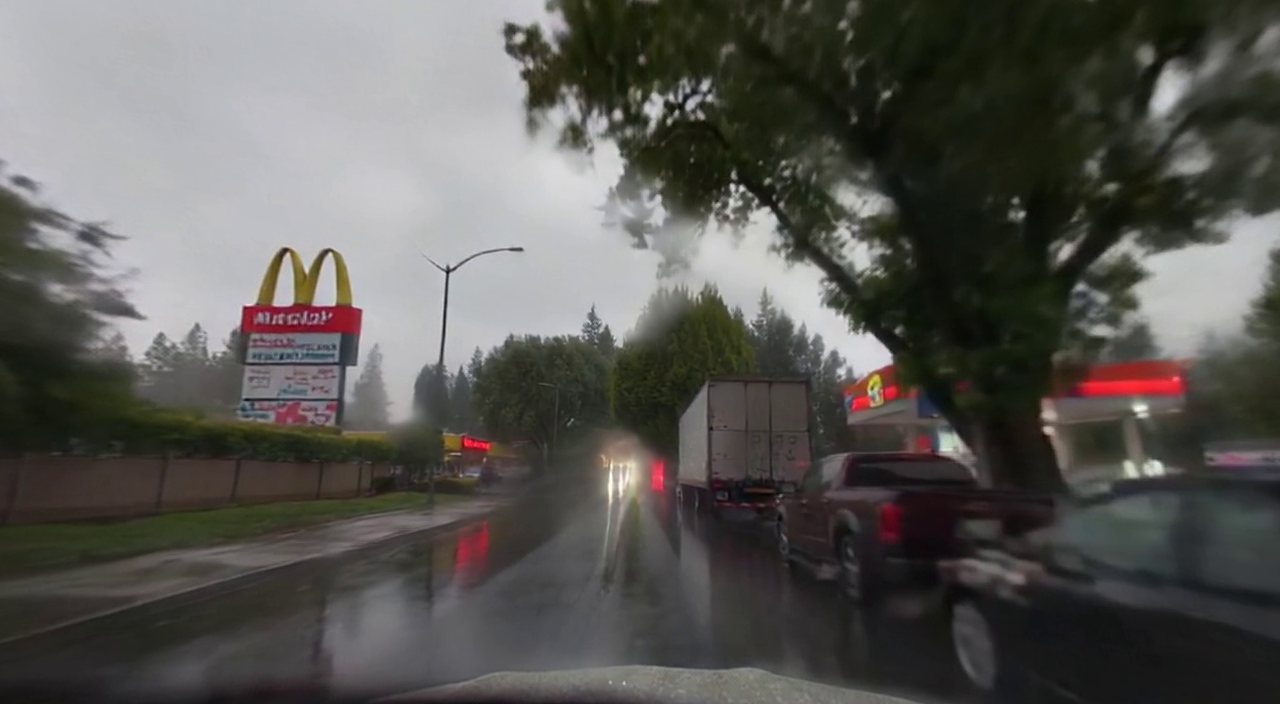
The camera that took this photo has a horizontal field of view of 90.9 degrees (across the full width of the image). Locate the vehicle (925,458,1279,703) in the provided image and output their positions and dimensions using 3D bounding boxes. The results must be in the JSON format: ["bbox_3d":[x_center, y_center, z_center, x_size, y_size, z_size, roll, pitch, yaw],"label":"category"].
[{"bbox_3d":[3.240,1.304,3.066,1.844,1.498,3.898,1,-11,0],"label":"vehicle"}]

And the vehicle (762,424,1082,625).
[{"bbox_3d":[3.179,2.089,8.388,2.050,1.906,4.374,1,-11,-2],"label":"vehicle"}]

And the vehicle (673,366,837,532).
[{"bbox_3d":[3.218,3.678,22.743,2.990,4.098,13.928,1,-11,-1],"label":"vehicle"}]
